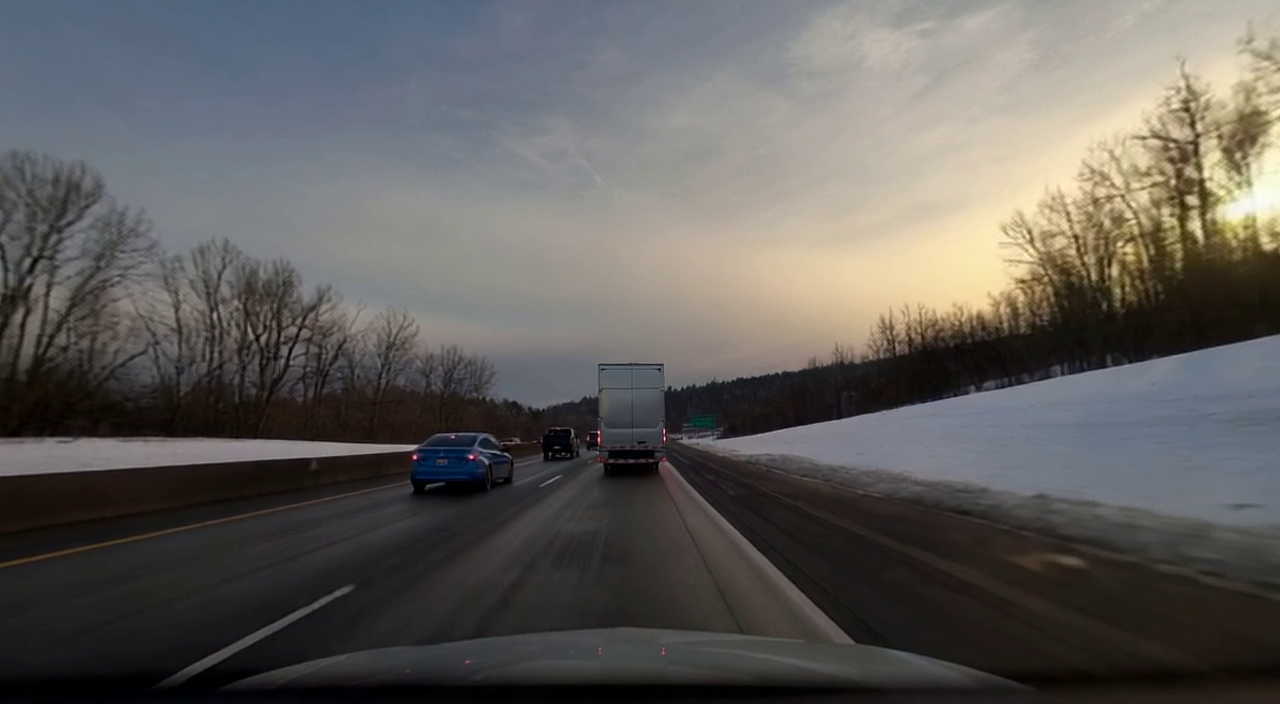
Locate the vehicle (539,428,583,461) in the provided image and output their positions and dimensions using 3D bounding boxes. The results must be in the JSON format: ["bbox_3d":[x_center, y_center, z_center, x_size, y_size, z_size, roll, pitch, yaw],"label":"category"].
[{"bbox_3d":[-4.642,5.512,37.608,2.019,1.834,4.644,0,-8,0],"label":"vehicle"}]

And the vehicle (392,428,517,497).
[{"bbox_3d":[-4.615,2.785,16.405,1.931,1.539,4.441,0,-8,0],"label":"vehicle"}]

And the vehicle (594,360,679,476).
[{"bbox_3d":[-0.227,2.969,27.107,2.953,4.041,10.072,0,-8,-1],"label":"vehicle"}]
